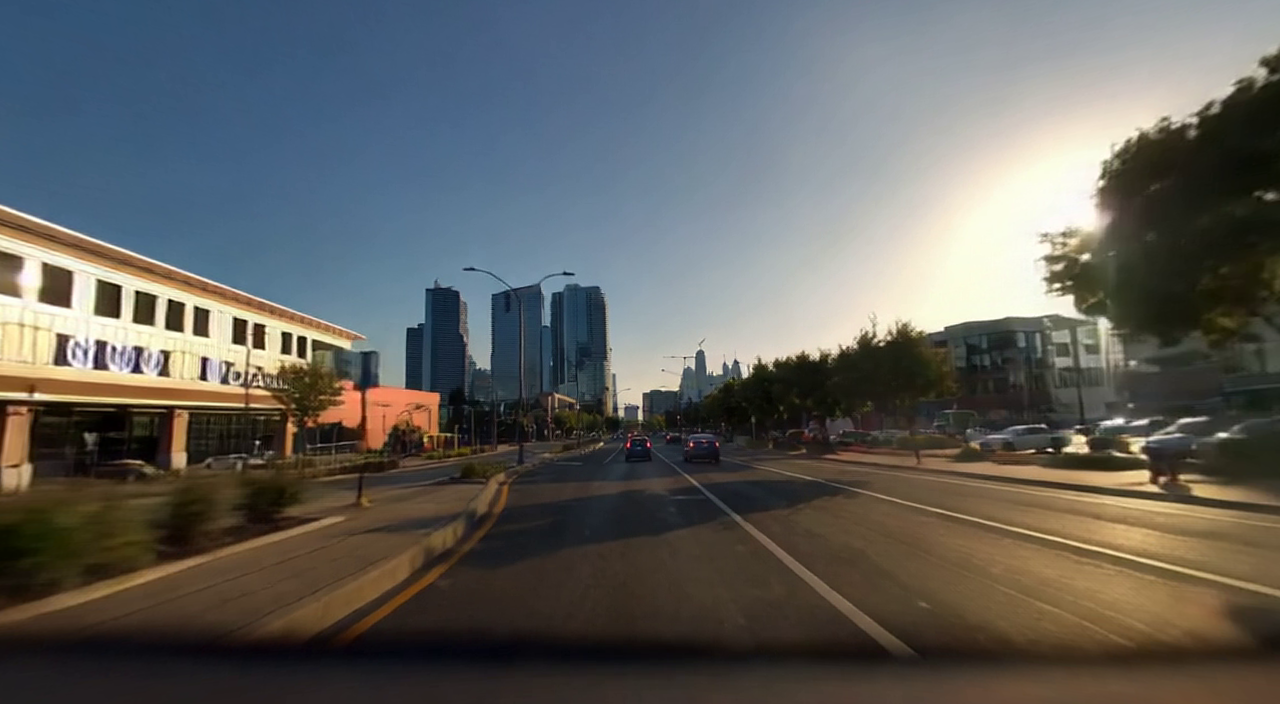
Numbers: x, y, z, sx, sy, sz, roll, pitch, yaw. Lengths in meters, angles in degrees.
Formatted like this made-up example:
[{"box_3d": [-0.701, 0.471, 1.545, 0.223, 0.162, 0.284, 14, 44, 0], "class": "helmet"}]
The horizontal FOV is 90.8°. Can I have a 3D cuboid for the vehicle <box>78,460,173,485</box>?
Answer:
[{"box_3d": [-30.022, 7.030, 36.961, 4.040, 1.389, 1.664, 0, -9, -1], "class": "vehicle"}]

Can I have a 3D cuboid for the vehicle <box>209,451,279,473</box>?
[{"box_3d": [-29.879, 8.293, 47.754, 4.033, 1.531, 1.789, 0, -9, -4], "class": "vehicle"}]

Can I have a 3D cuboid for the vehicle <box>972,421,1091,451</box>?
[{"box_3d": [20.503, 4.441, 33.246, 4.813, 1.483, 2.129, 0, -8, 0], "class": "vehicle"}]

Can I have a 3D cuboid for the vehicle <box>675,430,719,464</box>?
[{"box_3d": [2.986, 5.087, 33.889, 2.100, 1.683, 4.231, 0, -8, 2], "class": "vehicle"}]

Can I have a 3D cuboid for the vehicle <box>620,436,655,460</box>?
[{"box_3d": [-0.168, 6.233, 41.142, 2.110, 1.476, 4.294, 0, -8, 0], "class": "vehicle"}]
